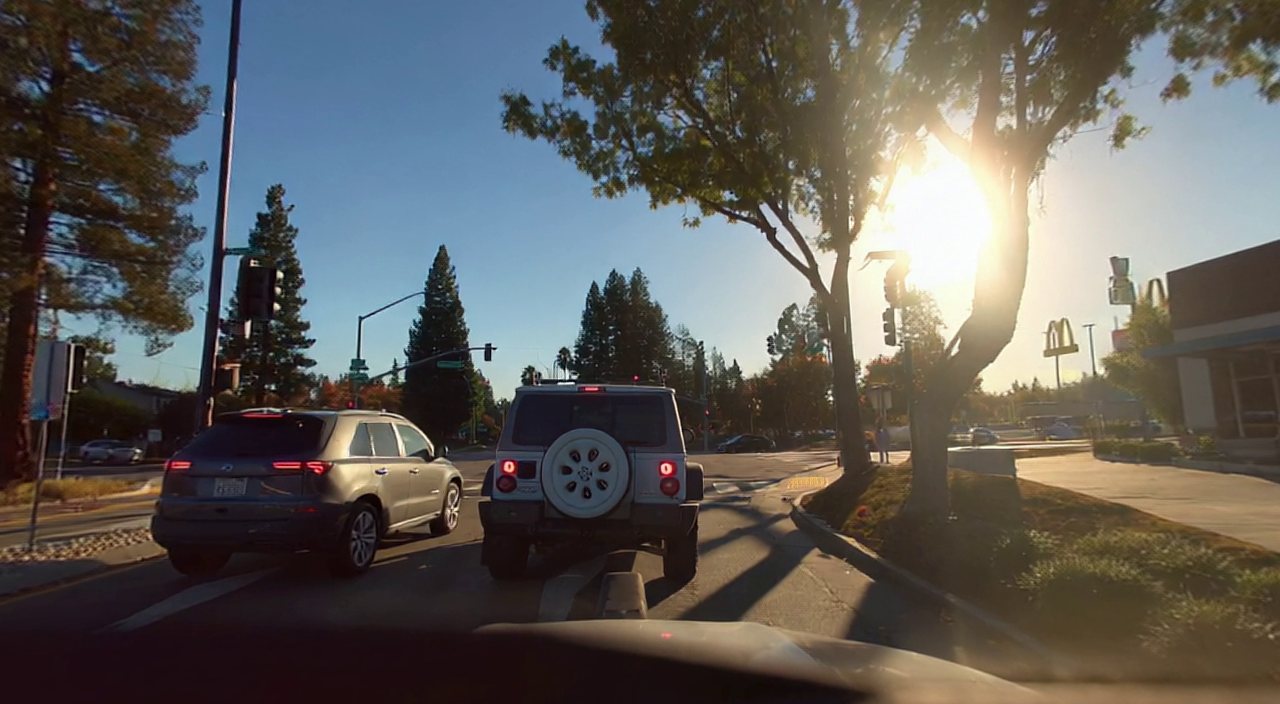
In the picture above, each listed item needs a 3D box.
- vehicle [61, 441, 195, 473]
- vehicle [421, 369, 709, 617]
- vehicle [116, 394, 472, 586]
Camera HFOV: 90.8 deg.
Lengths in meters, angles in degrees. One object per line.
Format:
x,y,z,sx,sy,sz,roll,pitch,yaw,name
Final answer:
-25.235,5.181,31.372,4.713,1.445,1.887,4,-9,-24,vehicle
-0.627,1.438,7.331,2.224,1.923,4.643,0,-8,-1,vehicle
-3.908,1.651,8.343,2.130,1.819,4.497,0,-8,0,vehicle
